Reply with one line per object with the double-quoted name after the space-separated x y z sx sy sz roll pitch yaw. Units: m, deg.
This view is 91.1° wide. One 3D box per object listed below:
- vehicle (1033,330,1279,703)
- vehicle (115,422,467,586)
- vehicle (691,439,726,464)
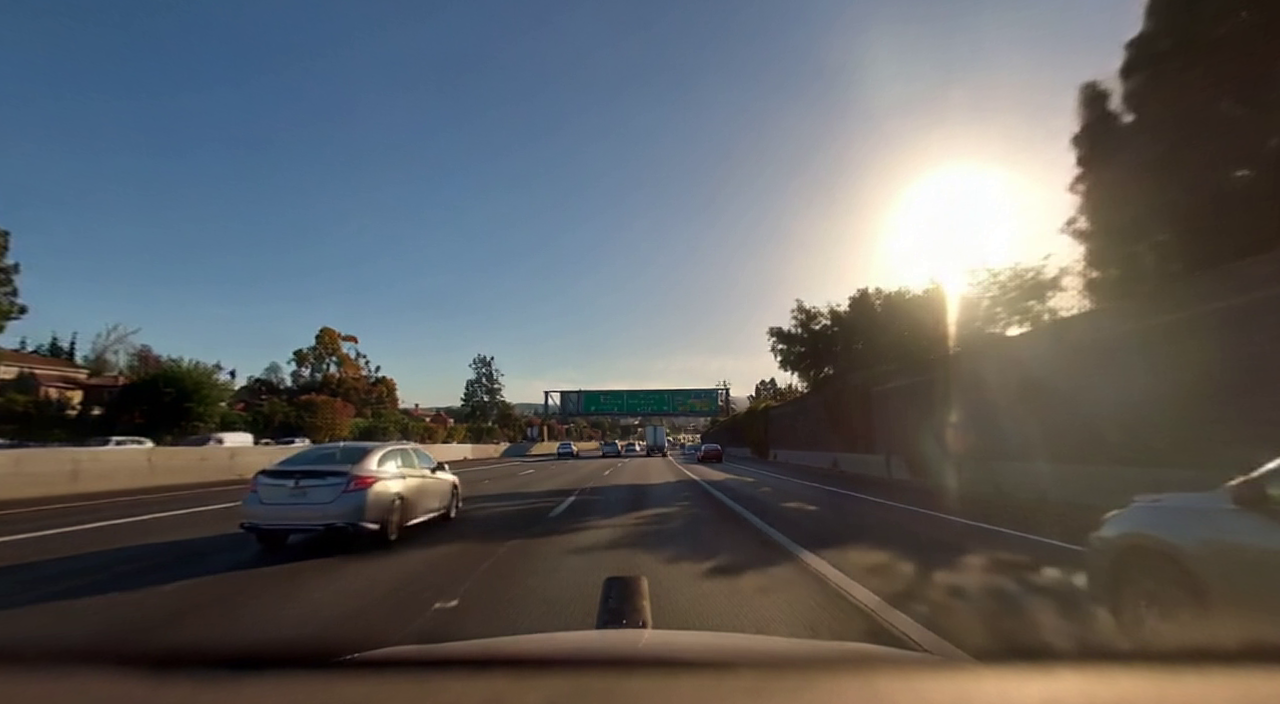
3.630 0.650 1.698 2.108 1.709 4.703 0 -8 1 "vehicle"
-3.787 1.696 7.874 1.947 1.479 4.114 0 -8 2 "vehicle"
4.723 6.910 43.912 2.046 1.655 4.143 0 -8 1 "vehicle"
